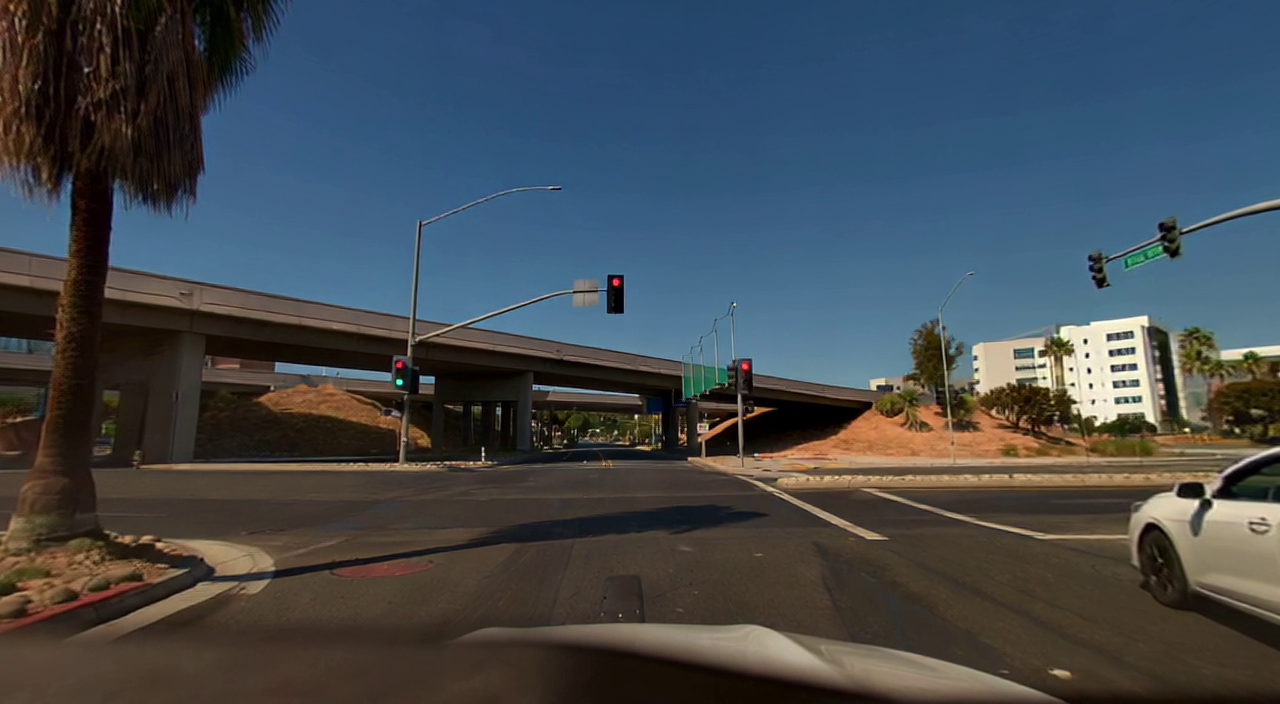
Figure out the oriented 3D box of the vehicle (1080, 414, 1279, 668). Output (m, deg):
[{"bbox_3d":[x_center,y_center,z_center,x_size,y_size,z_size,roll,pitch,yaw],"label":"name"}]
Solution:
[{"bbox_3d":[4.713,1.080,3.510,1.959,1.485,4.628,-2,-9,11],"label":"vehicle"}]
